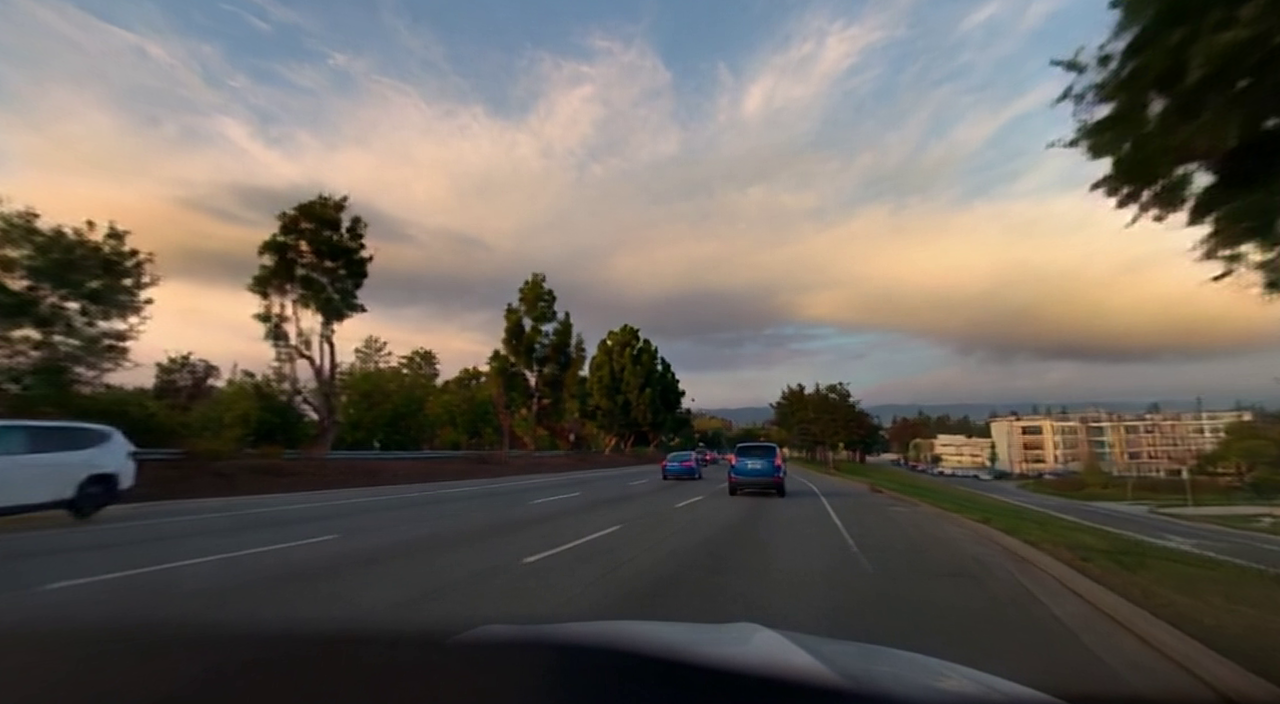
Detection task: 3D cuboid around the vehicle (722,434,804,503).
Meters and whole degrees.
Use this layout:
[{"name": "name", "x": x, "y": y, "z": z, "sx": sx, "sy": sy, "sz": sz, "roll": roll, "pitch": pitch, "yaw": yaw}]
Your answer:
[{"name": "vehicle", "x": 3.894, "y": 3.491, "z": 19.440, "sx": 2.125, "sy": 1.830, "sz": 4.370, "roll": -2, "pitch": -9, "yaw": 15}]

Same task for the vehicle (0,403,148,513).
[{"name": "vehicle", "x": -11.629, "y": 1.805, "z": 10.848, "sx": 1.973, "sy": 1.826, "sz": 4.538, "roll": -2, "pitch": -9, "yaw": 17}]

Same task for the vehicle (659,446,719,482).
[{"name": "vehicle", "x": 2.474, "y": 5.361, "z": 30.657, "sx": 2.123, "sy": 1.592, "sz": 4.505, "roll": -2, "pitch": -9, "yaw": 15}]
